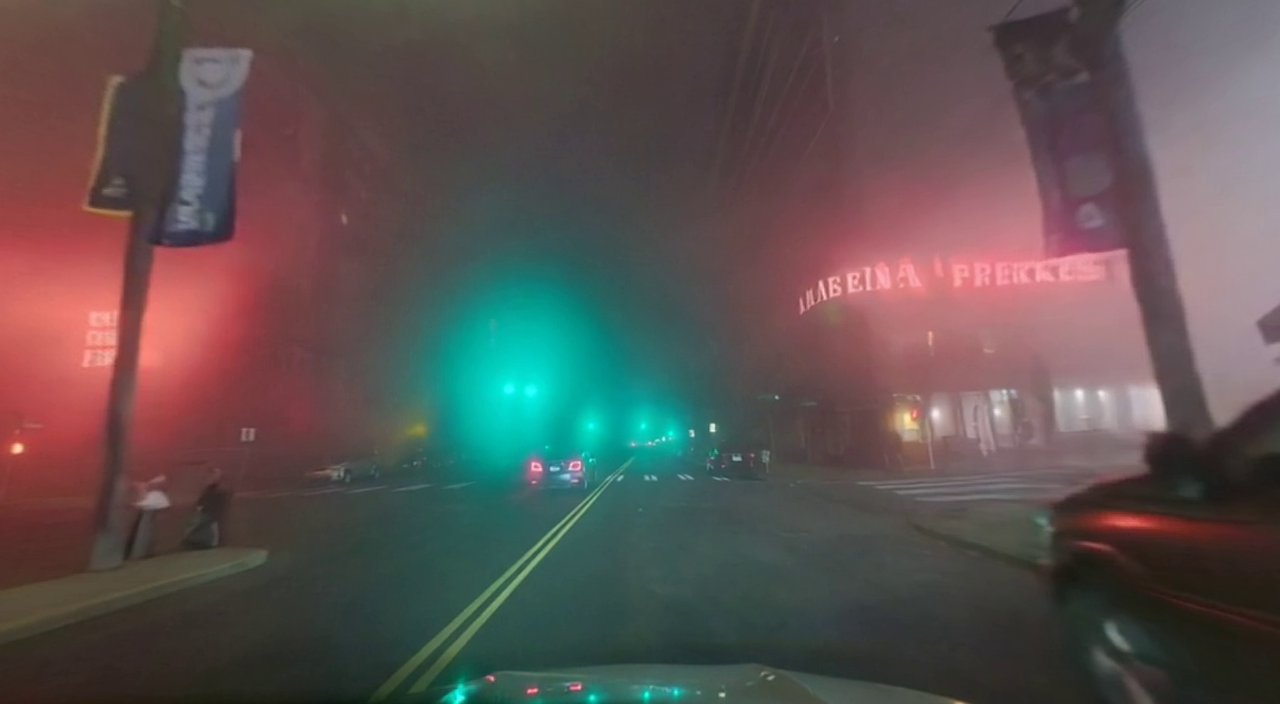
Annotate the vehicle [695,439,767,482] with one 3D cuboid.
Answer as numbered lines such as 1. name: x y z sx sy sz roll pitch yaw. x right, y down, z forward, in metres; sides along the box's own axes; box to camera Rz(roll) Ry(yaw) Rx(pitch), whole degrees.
1. vehicle: 3.346 4.100 24.137 1.950 1.462 4.807 0 -8 -1

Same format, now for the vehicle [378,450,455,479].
1. vehicle: -12.381 6.143 34.802 4.305 1.463 2.020 -7 -11 39

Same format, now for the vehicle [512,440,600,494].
1. vehicle: -2.421 3.444 19.350 2.030 1.436 4.388 0 -8 1

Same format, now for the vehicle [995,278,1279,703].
1. vehicle: 3.125 0.488 0.723 2.286 1.777 5.366 0 -8 0

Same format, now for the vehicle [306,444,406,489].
1. vehicle: -12.316 4.850 27.199 4.737 1.741 2.092 -8 -11 41
